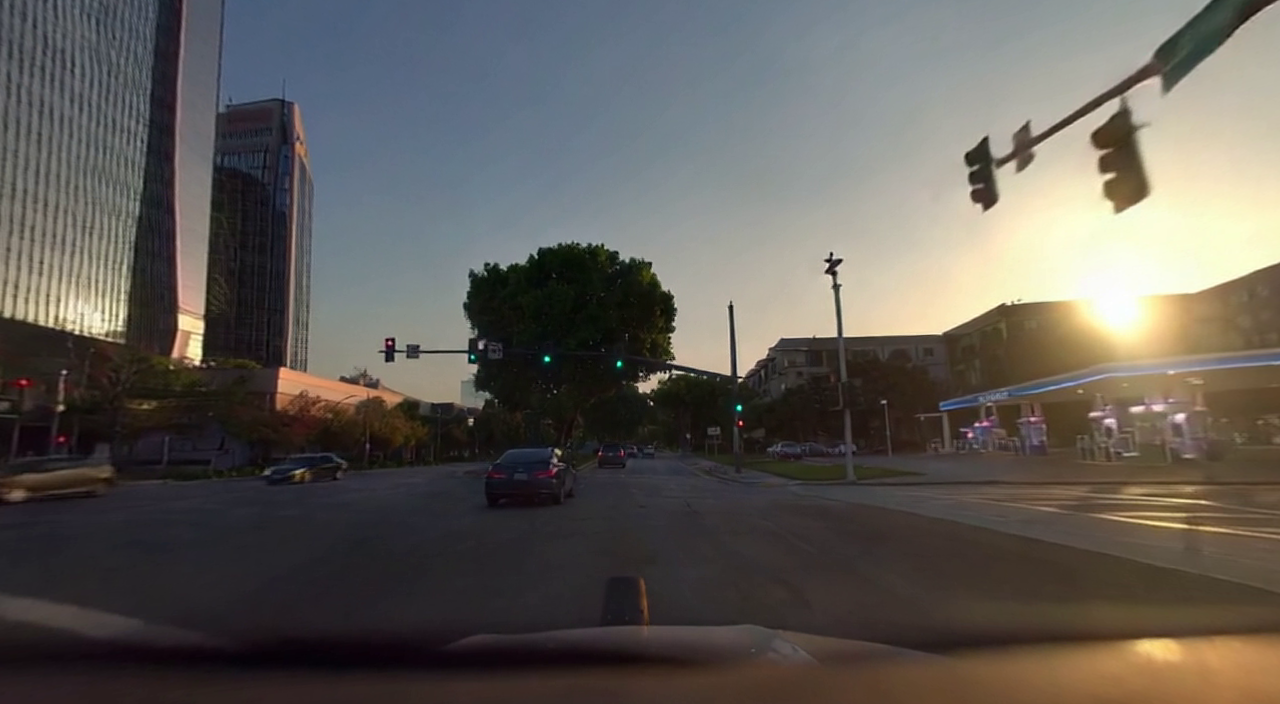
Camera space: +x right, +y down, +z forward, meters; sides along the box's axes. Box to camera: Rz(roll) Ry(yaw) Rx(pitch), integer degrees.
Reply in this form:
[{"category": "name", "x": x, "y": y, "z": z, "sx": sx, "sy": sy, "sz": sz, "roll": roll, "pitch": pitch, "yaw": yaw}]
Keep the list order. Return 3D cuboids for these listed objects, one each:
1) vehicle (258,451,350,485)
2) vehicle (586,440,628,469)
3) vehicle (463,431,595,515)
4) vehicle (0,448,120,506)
[{"category": "vehicle", "x": -17.043, "y": 5.887, "z": 32.253, "sx": 2.143, "sy": 1.488, "sz": 4.382, "roll": 0, "pitch": -8, "yaw": 3}, {"category": "vehicle", "x": -2.416, "y": 7.779, "z": 48.223, "sx": 2.602, "sy": 2.091, "sz": 6.347, "roll": 0, "pitch": -8, "yaw": 2}, {"category": "vehicle", "x": -2.471, "y": 2.833, "z": 15.389, "sx": 2.183, "sy": 1.731, "sz": 4.338, "roll": 0, "pitch": -8, "yaw": 4}, {"category": "vehicle", "x": -20.371, "y": 4.048, "z": 20.812, "sx": 2.016, "sy": 1.697, "sz": 4.963, "roll": 0, "pitch": -8, "yaw": 2}]
